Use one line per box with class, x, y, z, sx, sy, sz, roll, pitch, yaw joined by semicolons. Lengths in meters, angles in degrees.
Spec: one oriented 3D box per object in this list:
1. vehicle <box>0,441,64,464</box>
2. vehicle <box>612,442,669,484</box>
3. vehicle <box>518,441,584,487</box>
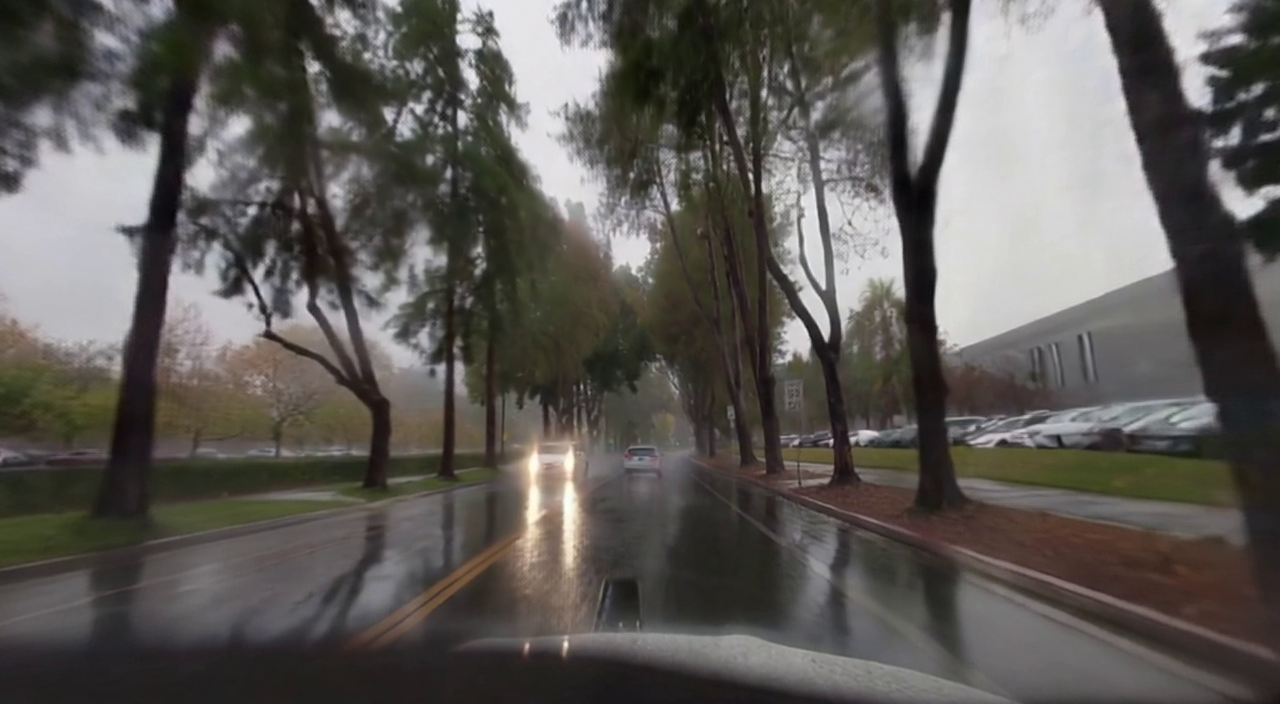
vehicle;-46.170;7.434;46.988;1.897;1.584;4.678;-1;-8;5
vehicle;0.117;4.552;26.271;2.152;1.574;4.223;-1;-8;3
vehicle;-3.601;4.587;26.273;2.078;1.720;3.822;-1;-8;2
